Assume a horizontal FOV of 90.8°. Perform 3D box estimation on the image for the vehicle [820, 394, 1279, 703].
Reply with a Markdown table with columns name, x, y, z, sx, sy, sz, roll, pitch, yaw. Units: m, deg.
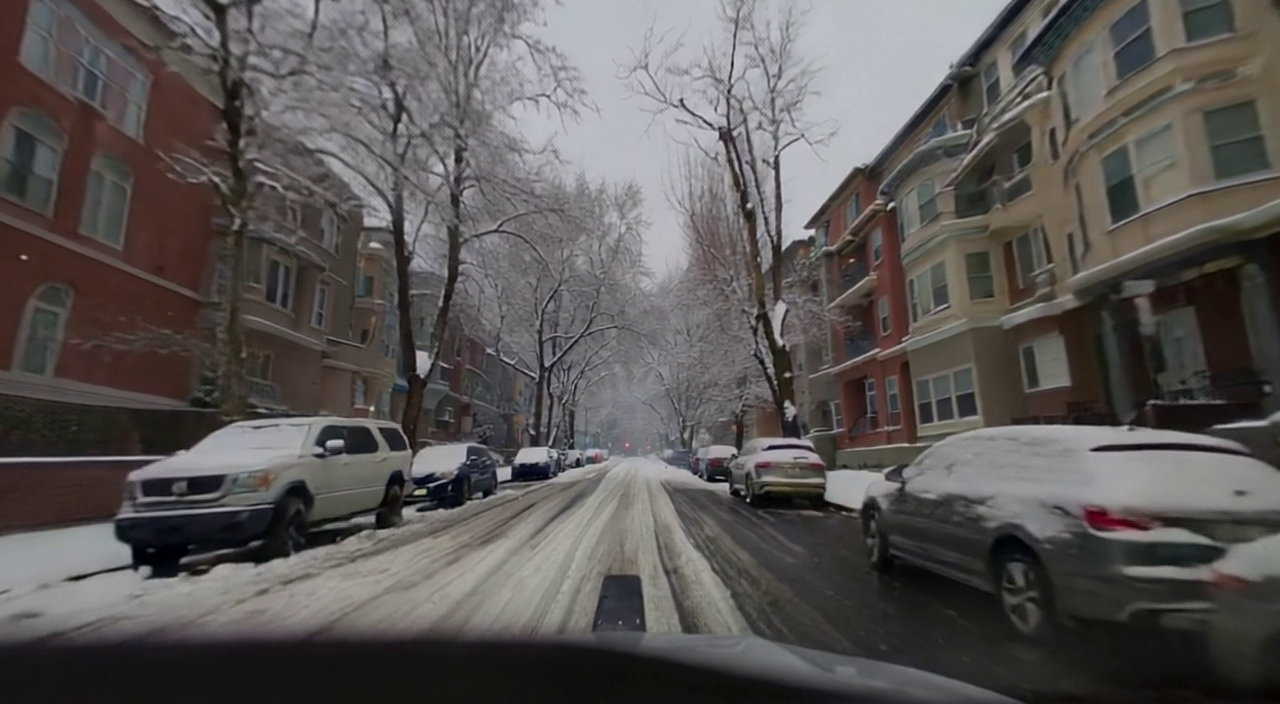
| name | x | y | z | sx | sy | sz | roll | pitch | yaw |
| --- | --- | --- | --- | --- | --- | --- | --- | --- | --- |
| vehicle | 3.691 | 1.435 | 5.965 | 2.445 | 1.662 | 5.309 | 0 | -8 | 0 |

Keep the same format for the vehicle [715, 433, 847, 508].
| name | x | y | z | sx | sy | sz | roll | pitch | yaw |
| --- | --- | --- | --- | --- | --- | --- | --- | --- | --- |
| vehicle | 3.966 | 3.482 | 19.246 | 2.473 | 1.895 | 6.050 | 0 | -8 | -2 |

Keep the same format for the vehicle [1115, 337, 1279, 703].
| name | x | y | z | sx | sy | sz | roll | pitch | yaw |
| --- | --- | --- | --- | --- | --- | --- | --- | --- | --- |
| vehicle | 3.603 | 0.580 | 0.708 | 2.216 | 1.790 | 5.077 | 0 | -8 | 1 |

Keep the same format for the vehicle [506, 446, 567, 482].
| name | x | y | z | sx | sy | sz | roll | pitch | yaw |
| --- | --- | --- | --- | --- | --- | --- | --- | --- | --- |
| vehicle | -5.422 | 5.929 | 33.812 | 2.222 | 1.735 | 5.215 | -1 | -8 | 2 |

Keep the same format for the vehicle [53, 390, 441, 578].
| name | x | y | z | sx | sy | sz | roll | pitch | yaw |
| --- | --- | --- | --- | --- | --- | --- | --- | --- | --- |
| vehicle | -5.558 | 1.997 | 10.388 | 2.596 | 2.152 | 5.689 | -2 | -9 | 2 |
